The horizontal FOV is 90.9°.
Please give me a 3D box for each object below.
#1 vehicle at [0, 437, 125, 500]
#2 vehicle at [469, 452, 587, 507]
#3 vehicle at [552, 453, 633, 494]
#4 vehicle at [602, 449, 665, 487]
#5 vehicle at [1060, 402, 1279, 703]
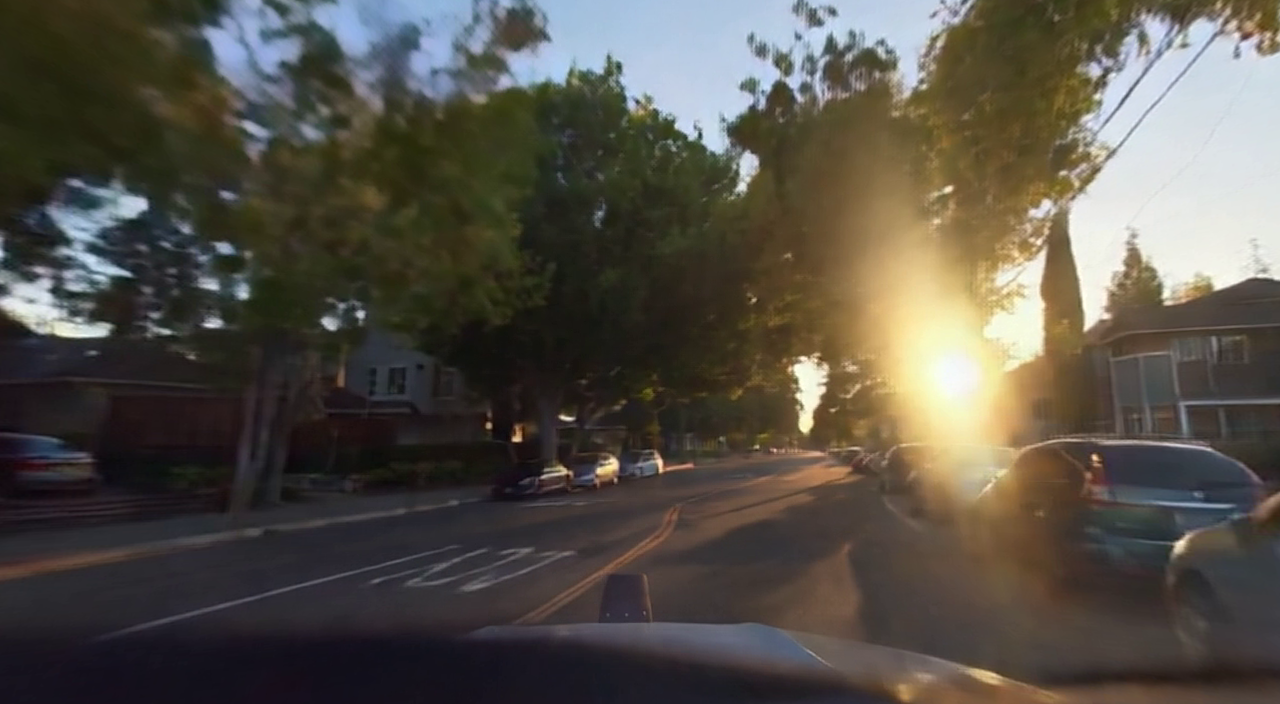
[{"bbox_3d":[-17.450,3.241,17.844,4.554,1.595,2.028,-2,-9,15],"label":"vehicle"},{"bbox_3d":[-3.397,3.981,20.143,1.963,1.470,4.671,-3,-9,13],"label":"vehicle"},{"bbox_3d":[-1.842,4.952,26.039,1.948,1.477,4.518,-4,-9,14],"label":"vehicle"},{"bbox_3d":[-0.241,5.789,31.757,1.973,1.755,4.528,-3,-9,15],"label":"vehicle"},{"bbox_3d":[4.126,1.076,2.879,2.315,1.668,4.425,-2,-9,16],"label":"vehicle"}]
